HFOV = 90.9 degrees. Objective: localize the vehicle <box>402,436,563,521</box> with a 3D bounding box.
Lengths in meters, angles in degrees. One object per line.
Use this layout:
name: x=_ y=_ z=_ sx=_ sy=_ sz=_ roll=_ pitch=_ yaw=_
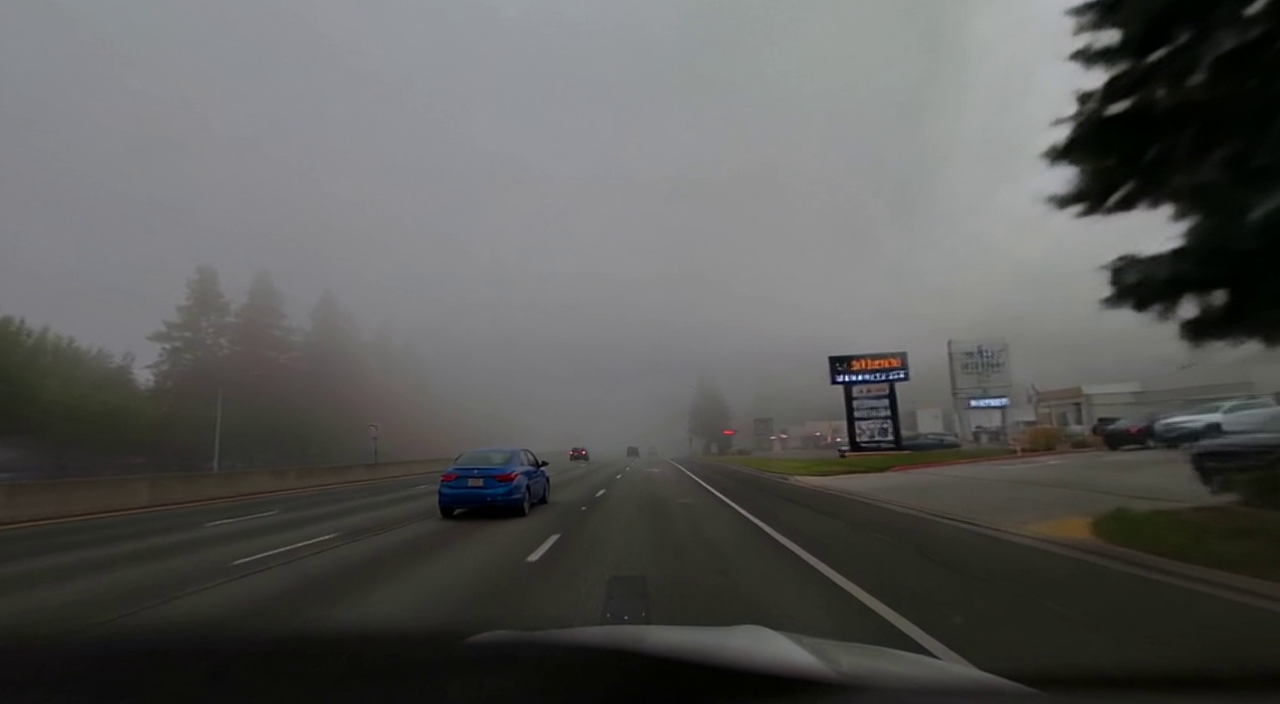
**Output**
vehicle: x=-3.043 y=2.551 z=13.295 sx=2.152 sy=1.479 sz=4.394 roll=0 pitch=-9 yaw=2
